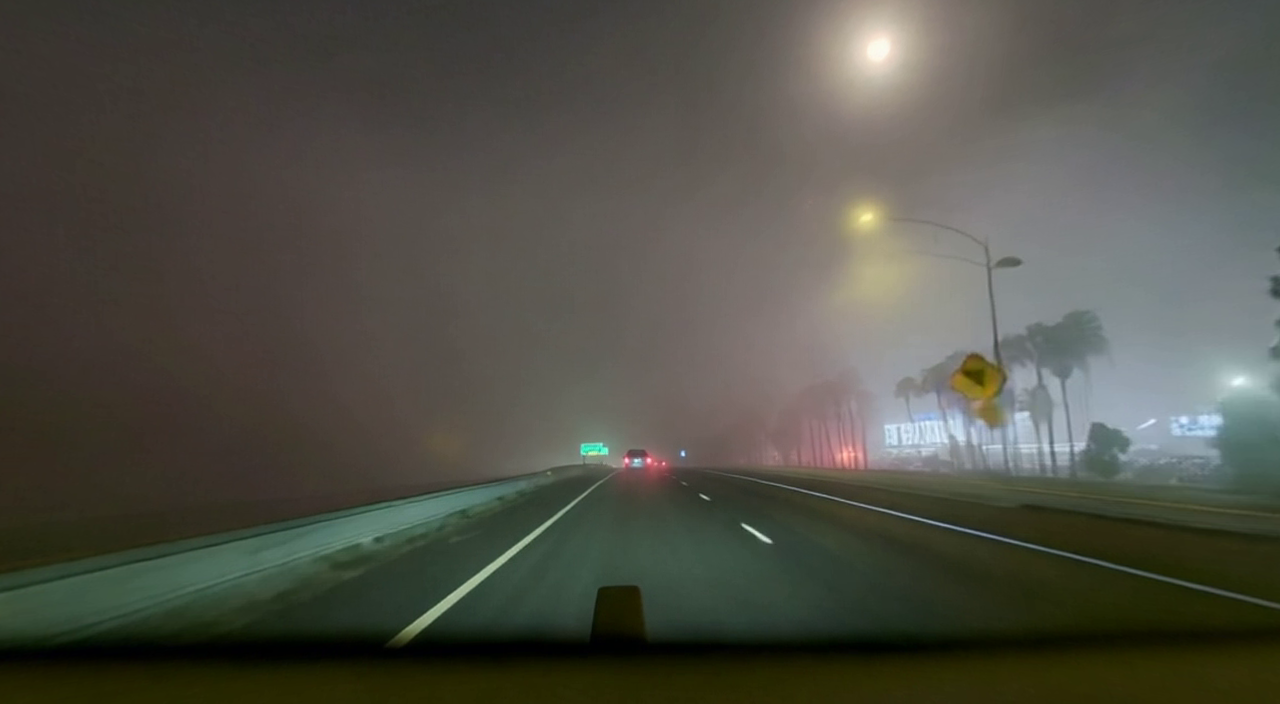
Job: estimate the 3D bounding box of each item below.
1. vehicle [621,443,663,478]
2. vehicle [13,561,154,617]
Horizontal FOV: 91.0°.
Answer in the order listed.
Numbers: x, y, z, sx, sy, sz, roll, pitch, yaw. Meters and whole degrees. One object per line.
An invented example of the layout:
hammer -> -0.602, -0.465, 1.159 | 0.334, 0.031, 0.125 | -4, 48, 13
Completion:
vehicle -> 0.067, 5.769, 33.657 | 2.089, 1.718, 4.193 | 0, -9, -1
vehicle -> -30.108, 12.831, 34.447 | 2.309, 1.963, 5.918 | 0, -11, 0
